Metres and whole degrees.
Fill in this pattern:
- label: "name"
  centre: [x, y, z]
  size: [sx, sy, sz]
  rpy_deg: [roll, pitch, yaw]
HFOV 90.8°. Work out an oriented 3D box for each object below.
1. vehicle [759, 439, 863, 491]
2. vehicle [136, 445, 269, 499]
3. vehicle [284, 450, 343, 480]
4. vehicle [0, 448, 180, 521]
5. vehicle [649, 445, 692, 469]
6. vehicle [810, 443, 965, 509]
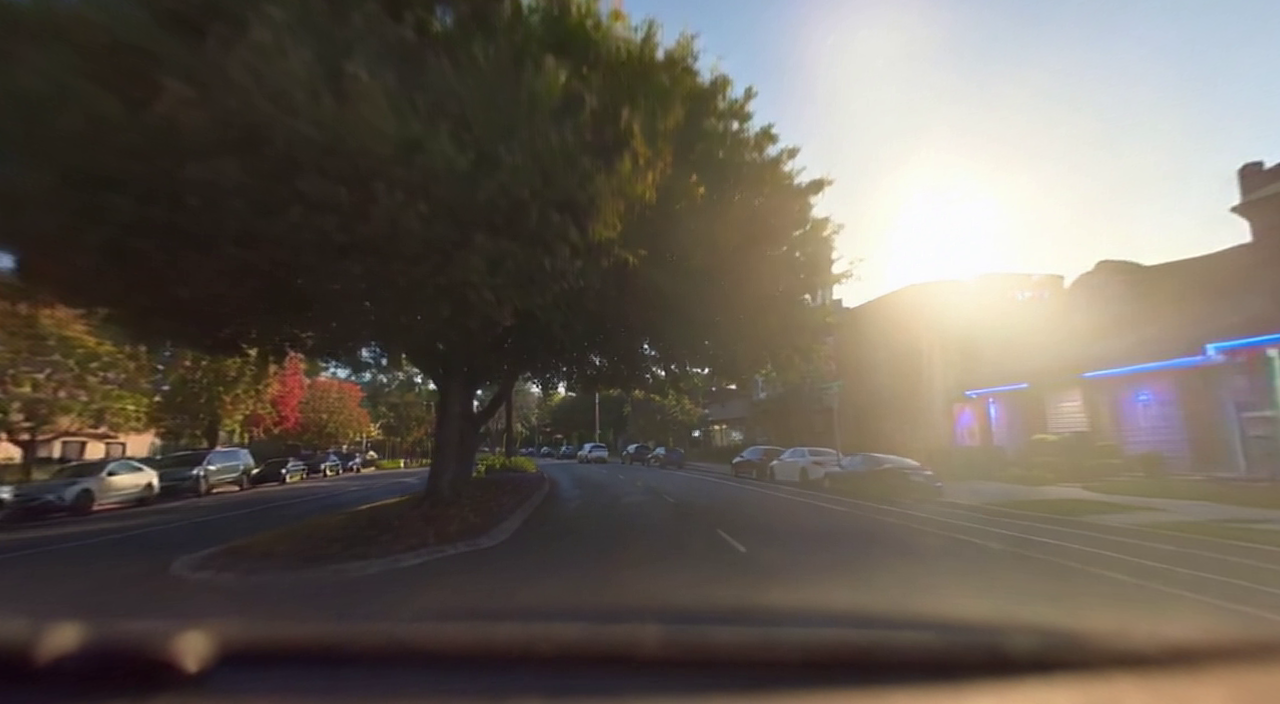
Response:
- label: "vehicle"
  centre: [5.923, 3.957, 22.490]
  size: [2.065, 1.632, 4.206]
  rpy_deg: [0, -9, -7]
- label: "vehicle"
  centre: [-16.304, 4.446, 23.928]
  size: [1.876, 1.772, 5.125]
  rpy_deg: [0, -9, -7]
- label: "vehicle"
  centre: [-18.503, 6.404, 35.994]
  size: [1.906, 1.542, 4.210]
  rpy_deg: [1, -9, -13]
- label: "vehicle"
  centre: [-15.416, 3.584, 17.738]
  size: [1.927, 1.748, 4.474]
  rpy_deg: [0, -9, -6]
- label: "vehicle"
  centre: [2.086, 7.411, 44.794]
  size: [2.012, 1.517, 4.287]
  rpy_deg: [1, -9, -12]
- label: "vehicle"
  centre: [6.568, 3.310, 17.480]
  size: [1.872, 1.515, 4.799]
  rpy_deg: [0, -9, -7]
